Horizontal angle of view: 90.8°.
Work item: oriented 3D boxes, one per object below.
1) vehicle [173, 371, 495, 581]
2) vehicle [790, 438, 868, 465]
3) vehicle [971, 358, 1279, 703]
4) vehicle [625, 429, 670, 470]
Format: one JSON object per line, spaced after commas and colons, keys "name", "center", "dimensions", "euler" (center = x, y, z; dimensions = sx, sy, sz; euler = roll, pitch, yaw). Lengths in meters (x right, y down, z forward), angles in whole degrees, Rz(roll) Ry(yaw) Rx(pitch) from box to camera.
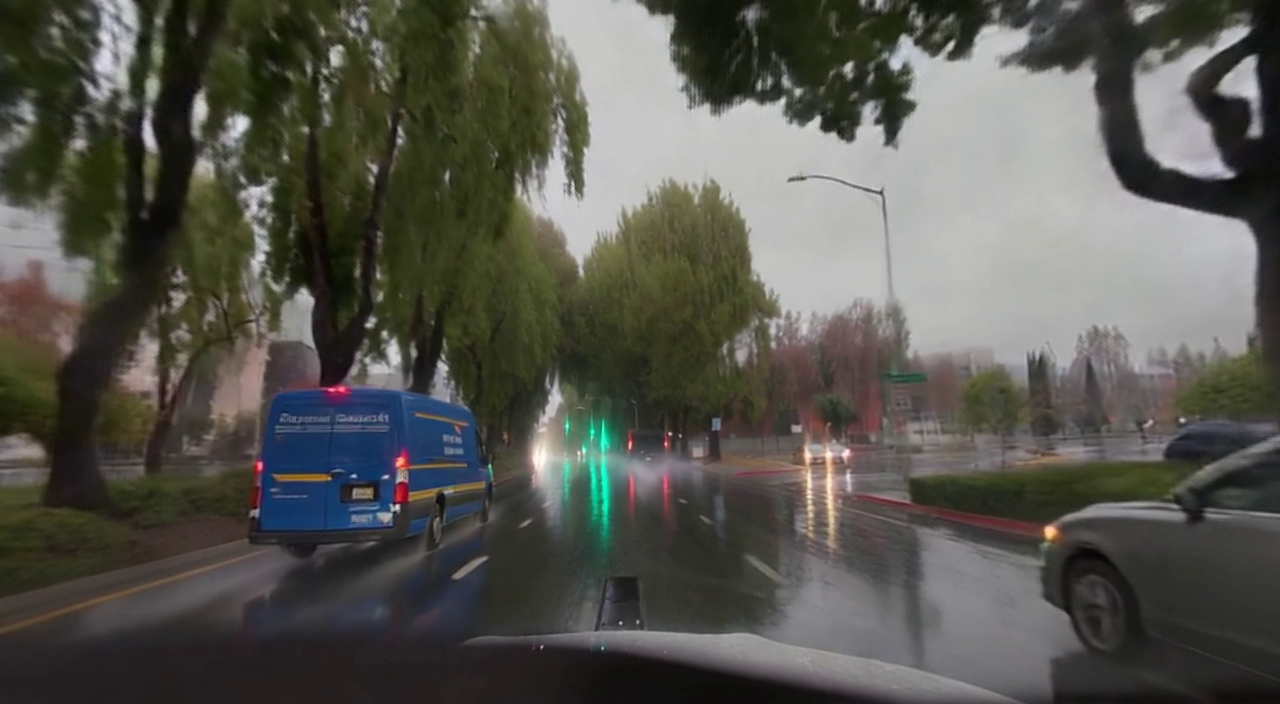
{"name": "vehicle", "center": [-3.778, 1.674, 9.080], "dimensions": [2.420, 2.227, 4.499], "euler": [0, -9, -2]}
{"name": "vehicle", "center": [11.838, 6.280, 39.790], "dimensions": [4.117, 1.627, 2.086], "euler": [1, -9, -6]}
{"name": "vehicle", "center": [3.587, 0.837, 2.353], "dimensions": [2.087, 1.658, 4.612], "euler": [0, -9, -1]}
{"name": "vehicle", "center": [0.438, 6.636, 42.766], "dimensions": [2.397, 2.566, 5.324], "euler": [1, -9, -6]}
